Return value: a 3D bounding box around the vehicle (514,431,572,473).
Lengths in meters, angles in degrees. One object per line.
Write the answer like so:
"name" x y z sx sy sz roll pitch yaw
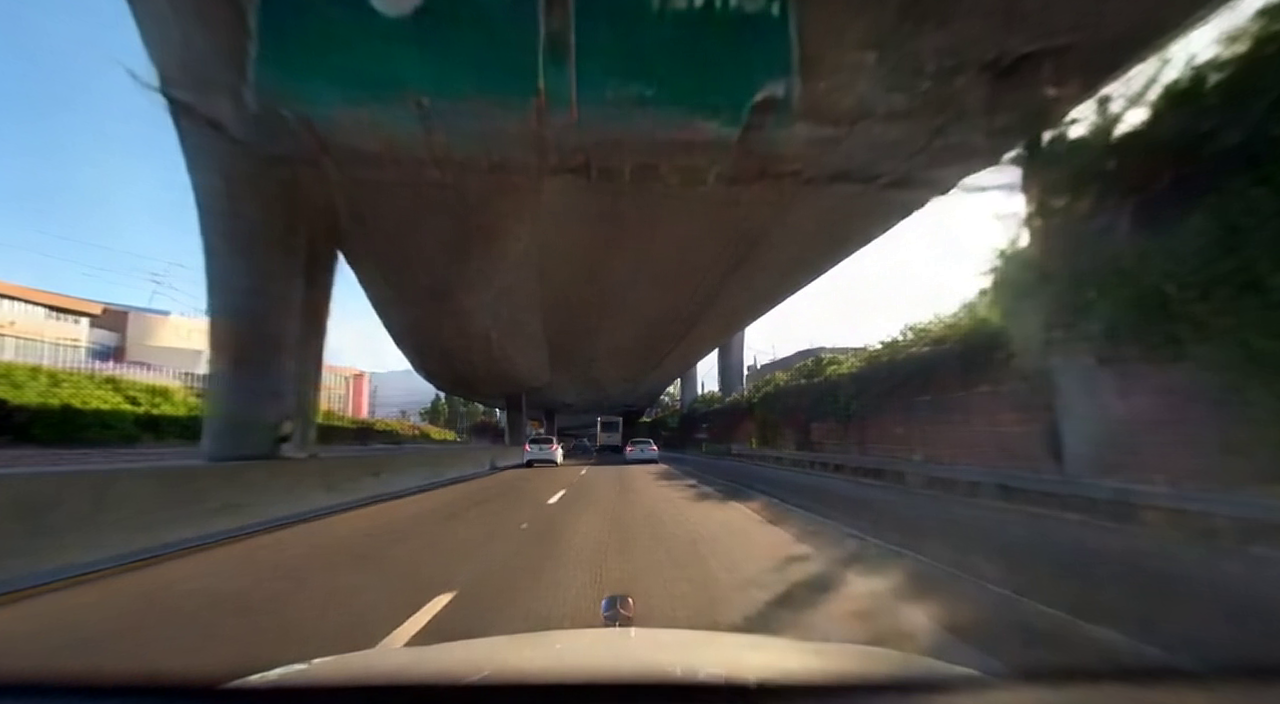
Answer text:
"vehicle" -4.311 4.509 28.609 2.080 1.733 4.410 0 -8 -2

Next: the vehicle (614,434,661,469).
"vehicle" -0.197 4.997 31.825 2.078 1.608 3.982 0 -8 -5
